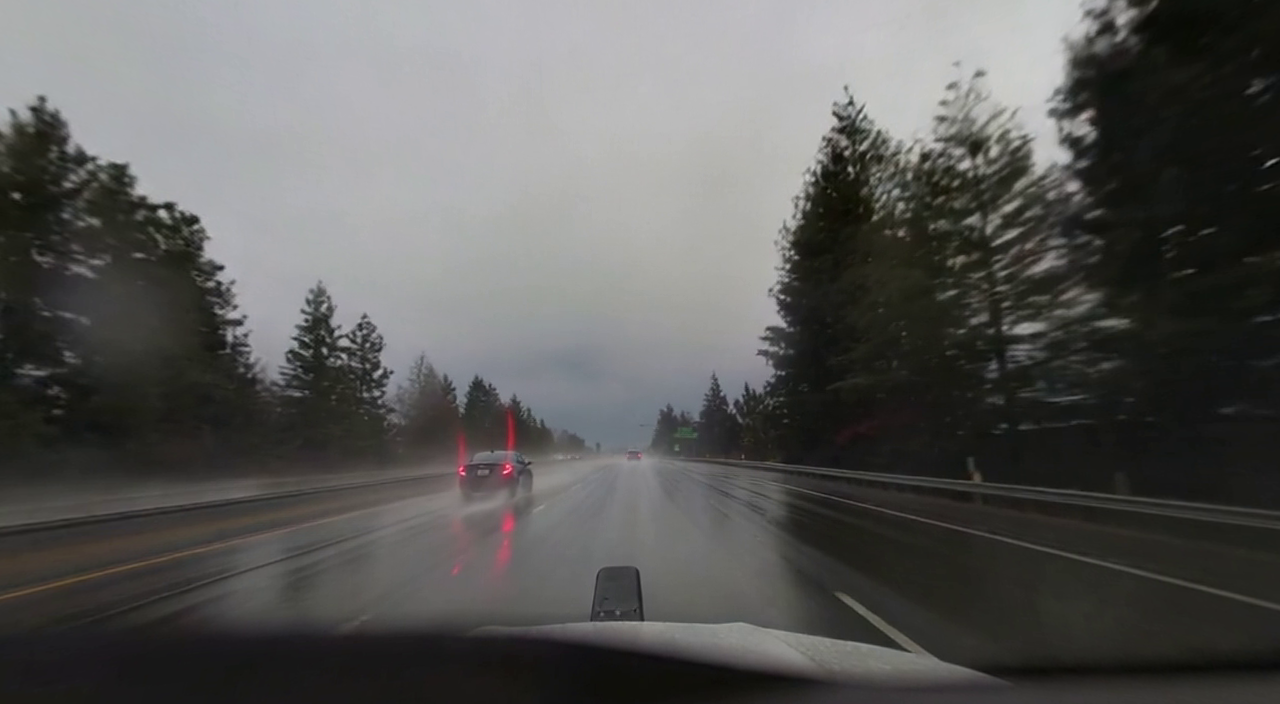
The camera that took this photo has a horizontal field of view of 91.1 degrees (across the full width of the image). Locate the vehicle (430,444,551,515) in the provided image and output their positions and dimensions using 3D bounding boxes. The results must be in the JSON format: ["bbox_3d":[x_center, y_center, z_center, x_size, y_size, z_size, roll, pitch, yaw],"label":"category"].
[{"bbox_3d":[-3.484,3.031,15.448,1.970,1.492,3.944,0,-9,0],"label":"vehicle"}]
